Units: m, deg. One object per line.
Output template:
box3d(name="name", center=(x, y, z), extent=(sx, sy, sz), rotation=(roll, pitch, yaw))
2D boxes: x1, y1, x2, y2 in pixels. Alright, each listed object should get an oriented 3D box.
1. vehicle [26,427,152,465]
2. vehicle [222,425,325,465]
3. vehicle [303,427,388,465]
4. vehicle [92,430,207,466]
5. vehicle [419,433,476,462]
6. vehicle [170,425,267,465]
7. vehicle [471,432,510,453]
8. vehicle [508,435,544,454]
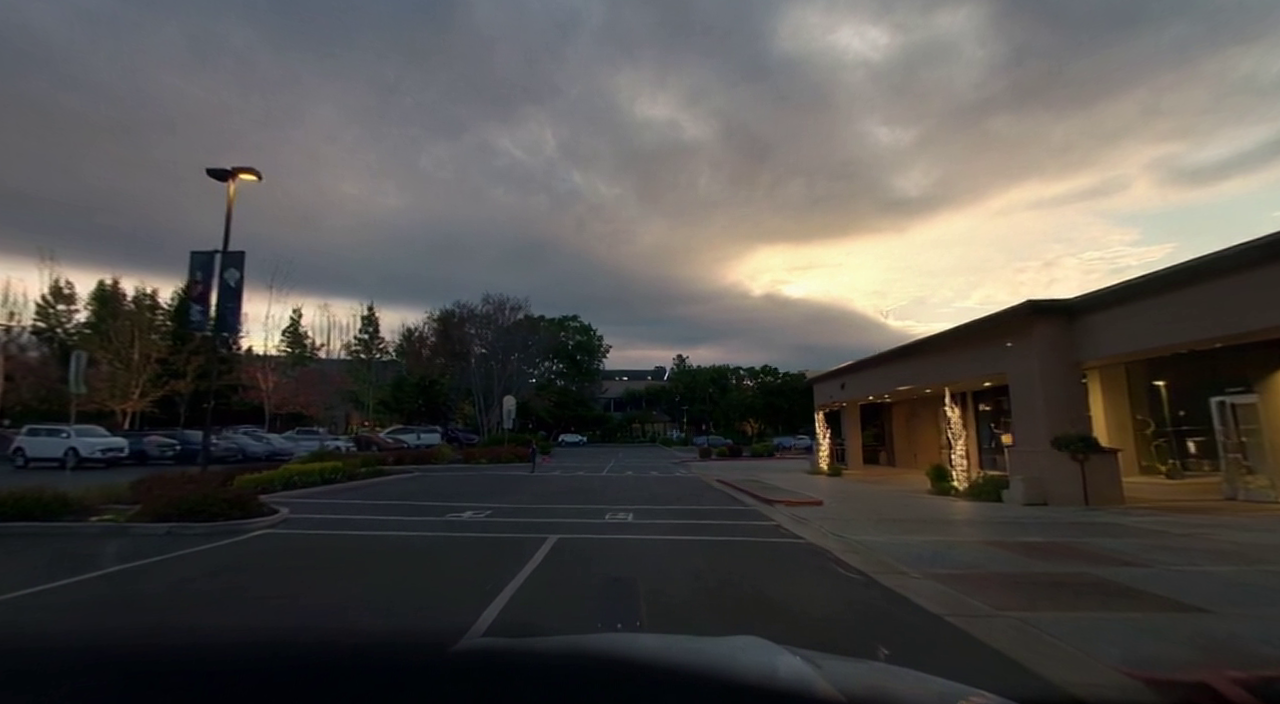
box3d(name="vehicle", center=(-24.636, 4.209, 28.465), extent=(1.773, 1.498, 4.085), rotation=(3, -8, 3))
box3d(name="vehicle", center=(-16.209, 4.155, 28.238), extent=(1.928, 1.613, 4.197), rotation=(0, -8, 2))
box3d(name="vehicle", center=(-13.246, 4.261, 28.726), extent=(1.892, 1.597, 4.259), rotation=(0, -8, -2))
box3d(name="vehicle", center=(-21.668, 4.248, 28.121), extent=(1.909, 1.474, 3.908), rotation=(0, -8, 1))
box3d(name="vehicle", center=(-10.523, 5.238, 34.927), extent=(1.891, 1.464, 4.646), rotation=(1, -8, -3))
box3d(name="vehicle", center=(-18.798, 4.163, 28.409), extent=(1.902, 1.645, 3.903), rotation=(1, -8, -5))
box3d(name="vehicle", center=(-10.964, 6.696, 46.563), extent=(1.968, 1.473, 4.493), rotation=(0, -8, -3))
box3d(name="vehicle", center=(-8.544, 6.944, 47.533), extent=(1.898, 1.335, 3.869), rotation=(0, -8, 1))
